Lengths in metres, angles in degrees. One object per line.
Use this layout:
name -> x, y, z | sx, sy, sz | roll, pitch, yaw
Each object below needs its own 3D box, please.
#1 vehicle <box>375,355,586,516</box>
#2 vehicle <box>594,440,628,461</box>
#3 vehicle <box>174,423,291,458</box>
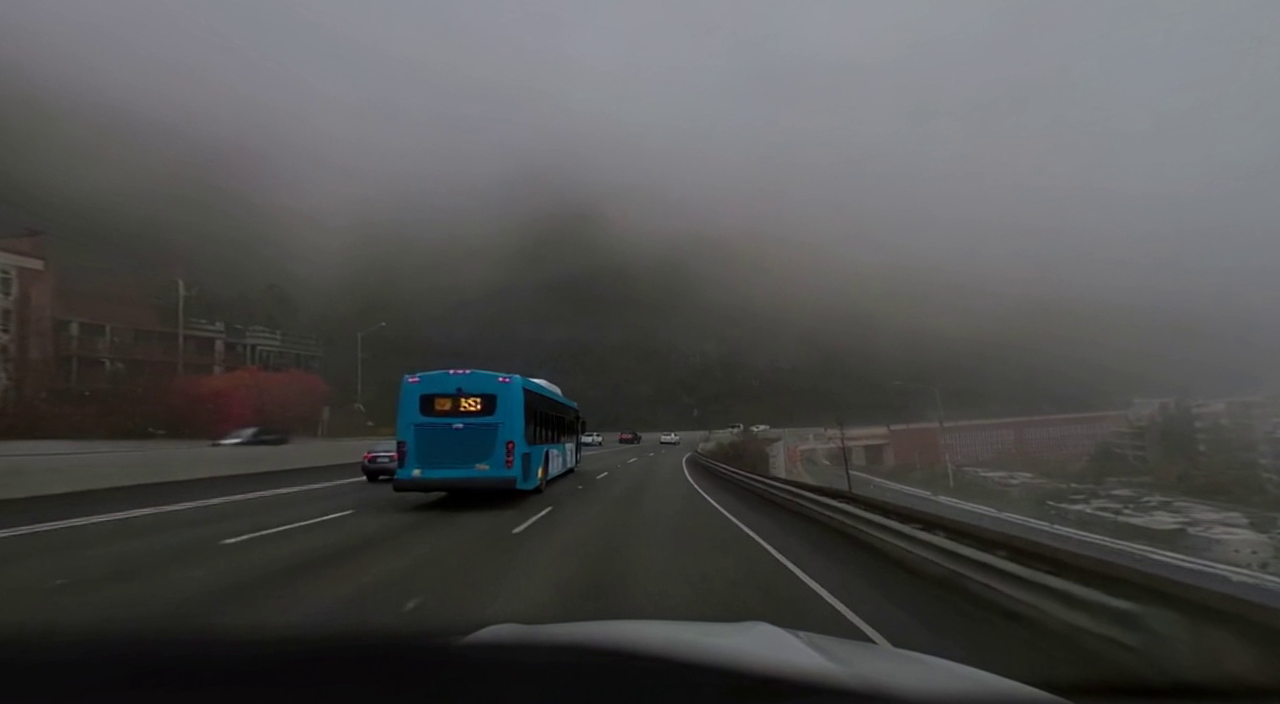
vehicle -> -3.320, 2.160, 15.974 | 2.888, 2.944, 8.373 | 1, -8, 2
vehicle -> -2.104, 7.399, 47.334 | 1.928, 1.455, 4.361 | -1, -9, 5
vehicle -> -23.039, 5.100, 35.998 | 2.250, 1.799, 5.791 | -2, -9, 8
